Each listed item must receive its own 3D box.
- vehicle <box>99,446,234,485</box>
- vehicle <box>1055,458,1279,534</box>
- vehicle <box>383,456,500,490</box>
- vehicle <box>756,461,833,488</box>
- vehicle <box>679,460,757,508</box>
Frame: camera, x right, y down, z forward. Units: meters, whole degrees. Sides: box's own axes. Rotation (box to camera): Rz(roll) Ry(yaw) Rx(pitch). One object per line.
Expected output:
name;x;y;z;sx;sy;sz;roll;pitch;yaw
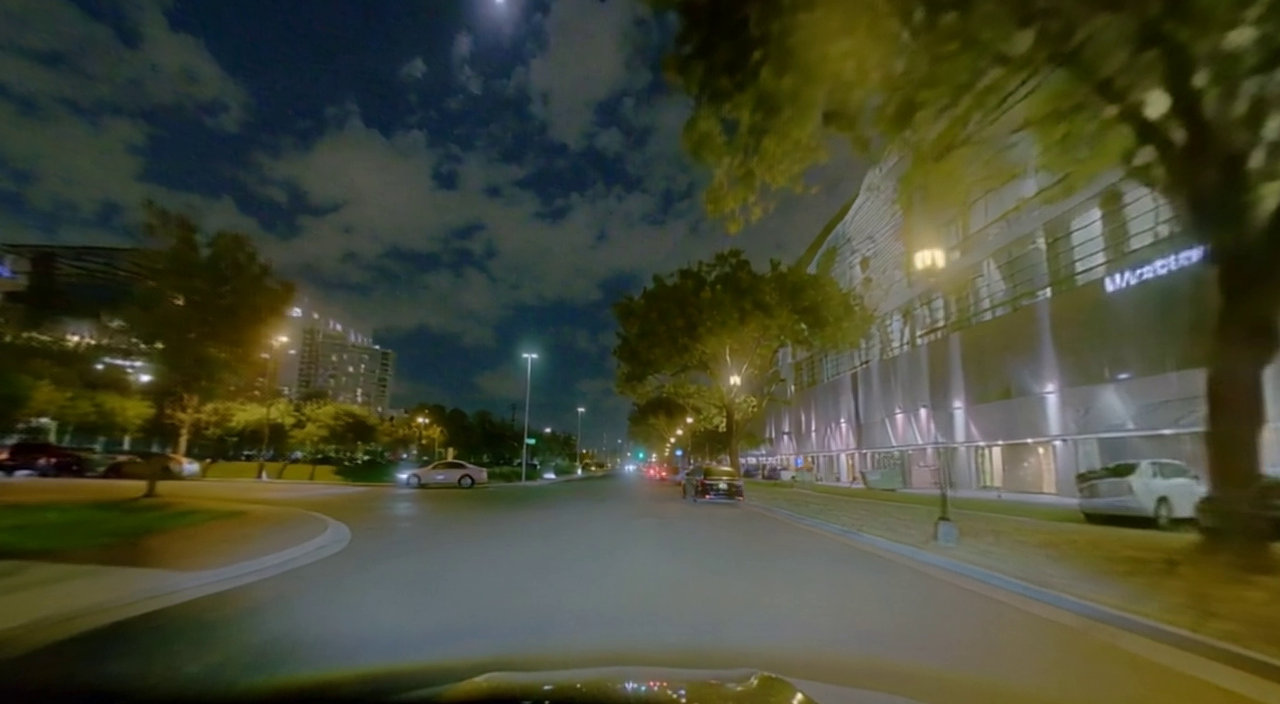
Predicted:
vehicle;-20.079;4.849;26.868;4.118;1.482;1.889;2;-11;-1
vehicle;15.444;4.179;18.538;4.824;1.728;2.246;2;-11;11
vehicle;-9.262;5.699;29.629;4.770;1.448;1.983;9;-14;-38
vehicle;10.562;8.439;43.393;4.782;1.698;1.882;1;-11;-3
vehicle;2.581;4.507;21.758;2.073;1.434;3.899;1;-11;-2
